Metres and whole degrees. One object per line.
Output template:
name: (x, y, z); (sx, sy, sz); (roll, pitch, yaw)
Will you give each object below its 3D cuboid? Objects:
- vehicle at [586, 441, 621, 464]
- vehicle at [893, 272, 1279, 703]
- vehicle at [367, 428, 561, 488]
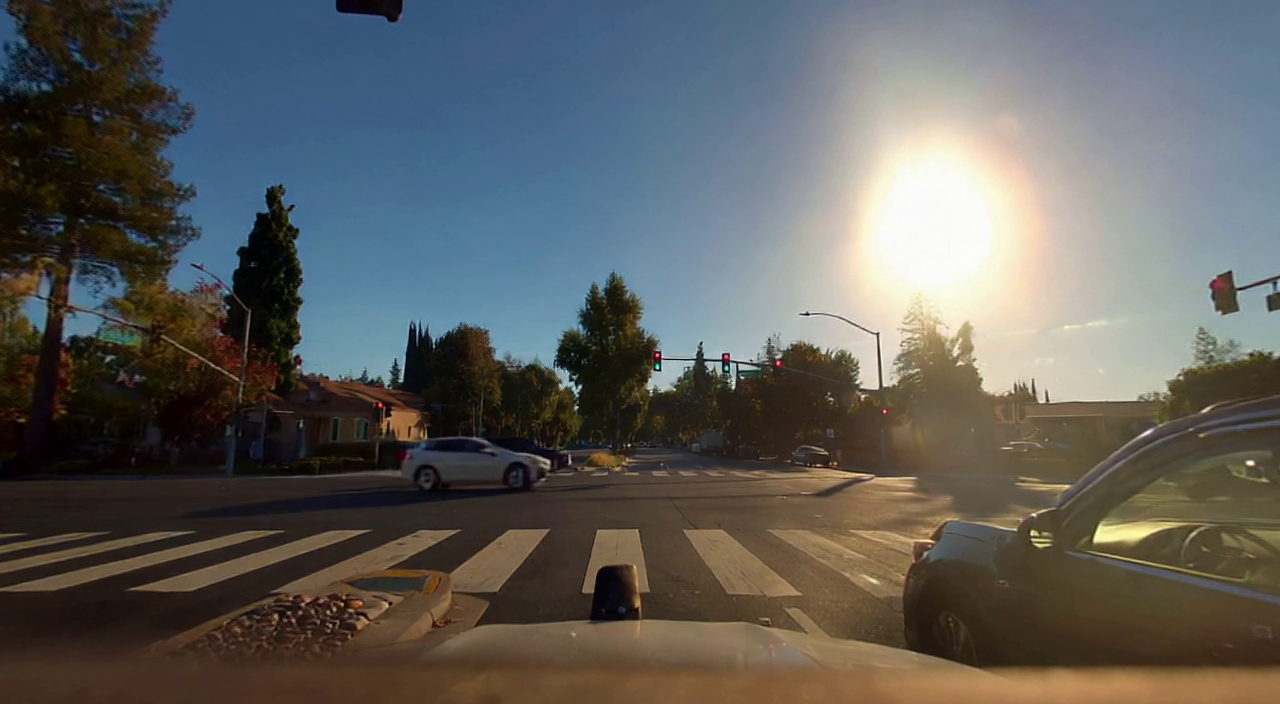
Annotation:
vehicle: (-2.390, 6.713, 42.281); (2.046, 1.491, 4.118); (0, -9, 1)
vehicle: (2.731, 0.710, 1.726); (2.085, 1.800, 4.908); (0, -9, 1)
vehicle: (-5.314, 3.268, 19.672); (5.403, 1.759, 2.040); (0, -9, 0)
